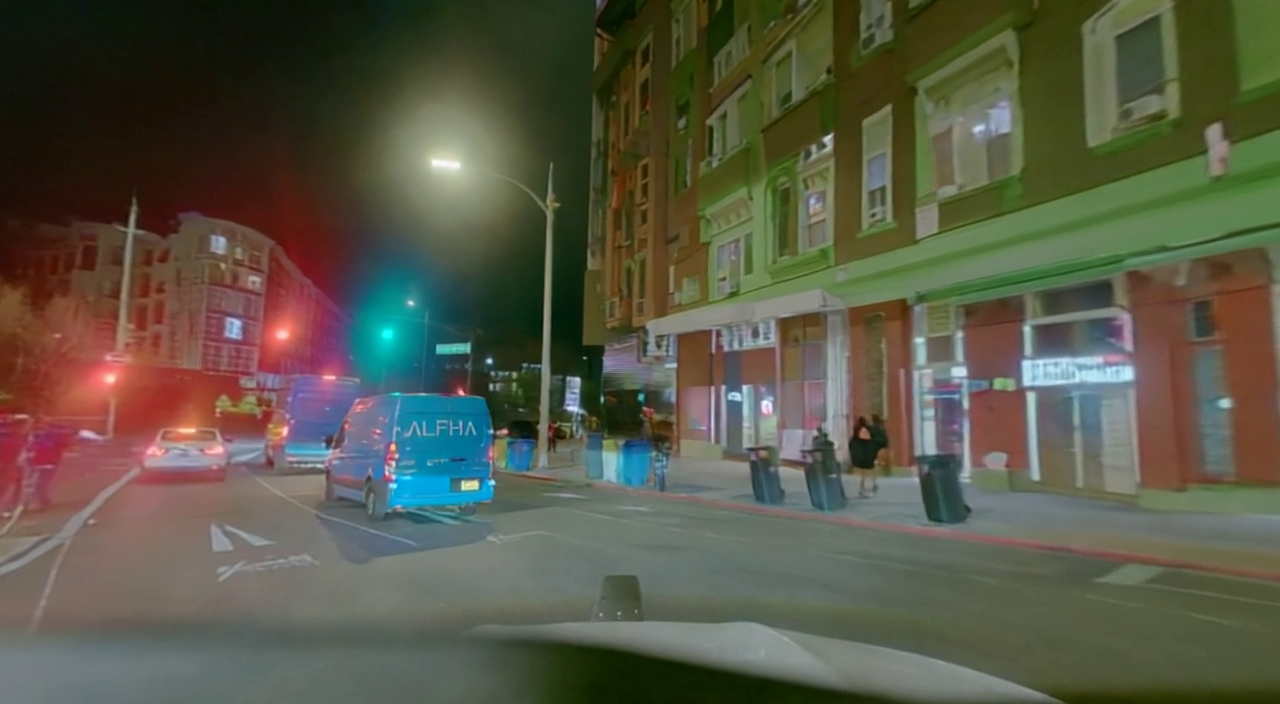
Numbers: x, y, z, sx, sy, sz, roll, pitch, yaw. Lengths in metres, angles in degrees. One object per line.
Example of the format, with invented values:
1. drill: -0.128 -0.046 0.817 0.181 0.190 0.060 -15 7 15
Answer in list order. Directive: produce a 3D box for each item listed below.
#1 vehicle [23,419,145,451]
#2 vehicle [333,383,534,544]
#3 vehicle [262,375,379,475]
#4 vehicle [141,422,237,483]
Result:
1. vehicle: -26.291 3.945 29.904 1.657 1.400 3.951 -5 -9 33
2. vehicle: -3.422 1.624 9.862 1.951 1.907 4.266 5 -9 -32
3. vehicle: -10.490 2.405 20.359 2.333 2.703 6.504 5 -9 -34
4. vehicle: -12.155 2.661 17.050 1.841 1.461 3.426 5 -9 -34
